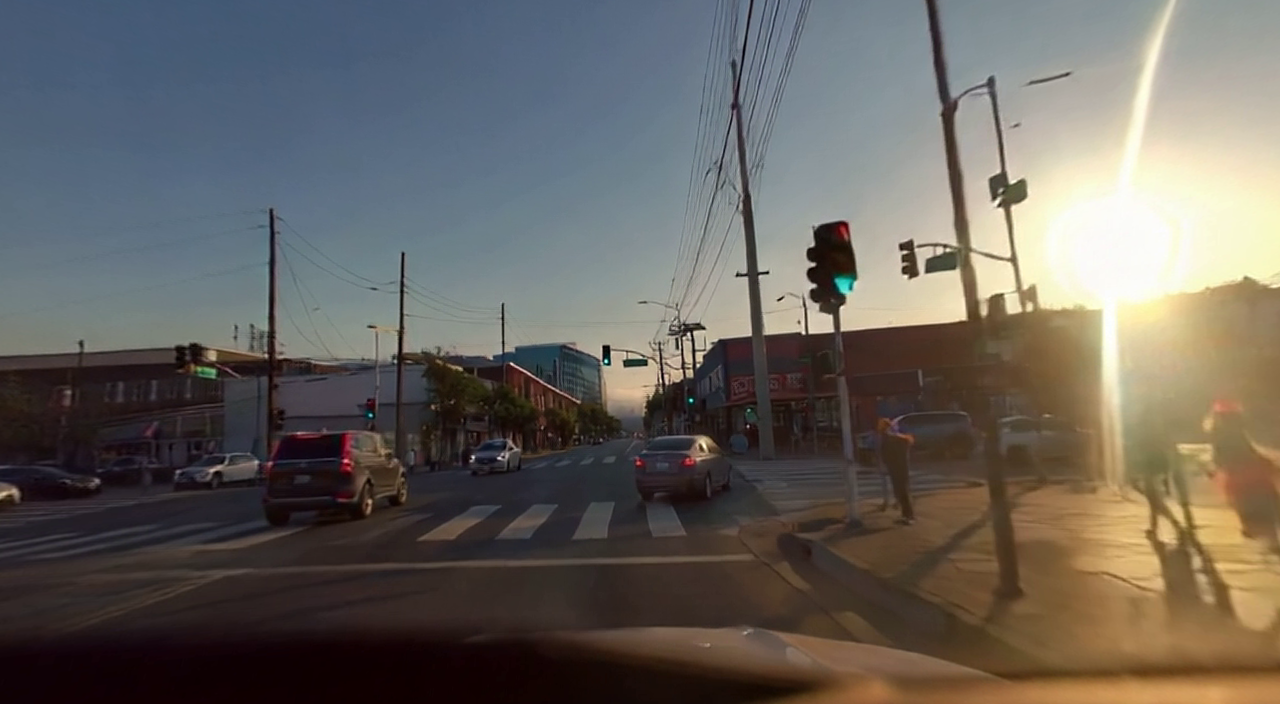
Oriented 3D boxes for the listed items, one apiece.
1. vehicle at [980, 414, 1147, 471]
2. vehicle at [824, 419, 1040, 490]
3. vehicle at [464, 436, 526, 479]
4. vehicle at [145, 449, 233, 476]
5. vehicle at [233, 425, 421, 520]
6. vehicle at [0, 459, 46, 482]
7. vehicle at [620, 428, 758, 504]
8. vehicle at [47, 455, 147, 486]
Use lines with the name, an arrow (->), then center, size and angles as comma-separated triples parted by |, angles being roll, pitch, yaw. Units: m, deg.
vehicle -> 14.716, 3.137, 22.101 | 4.478, 1.749, 2.161 | 0, -8, -11
vehicle -> 7.489, 2.607, 16.442 | 4.714, 1.686, 1.973 | 1, -7, -9
vehicle -> -5.609, 4.032, 24.352 | 2.097, 1.457, 4.439 | 2, -9, -13
vehicle -> -34.723, 8.509, 48.755 | 5.019, 1.956, 2.097 | 0, -9, -1
vehicle -> -6.556, 2.559, 13.909 | 2.063, 1.751, 4.229 | 0, -9, -2
vehicle -> -49.399, 9.356, 49.429 | 4.170, 1.528, 1.687 | -5, -6, 0
vehicle -> 1.327, 2.618, 14.962 | 2.059, 1.497, 4.260 | -3, -9, 21
vehicle -> -34.618, 7.552, 40.349 | 4.492, 1.880, 1.879 | 0, -9, -1
